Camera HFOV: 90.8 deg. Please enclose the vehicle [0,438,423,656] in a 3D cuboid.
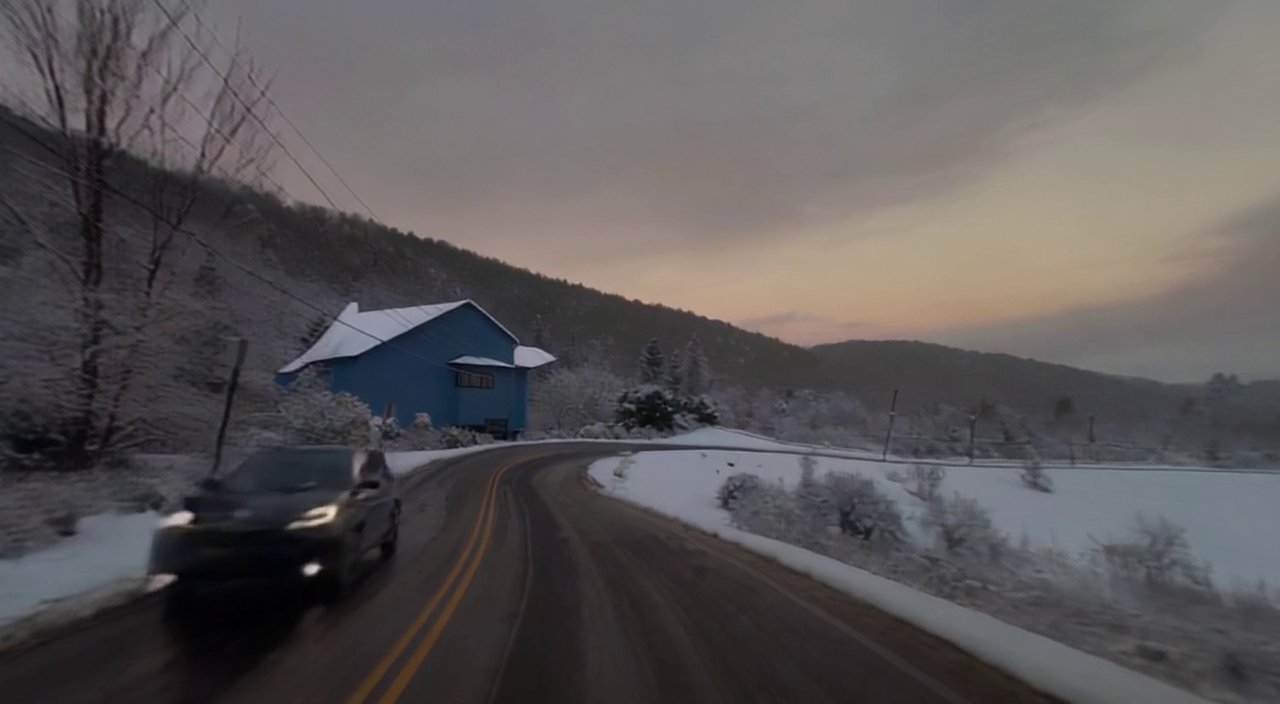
[{"bbox_3d":[-3.790,1.662,6.534,2.063,1.485,3.997,1,-8,-6],"label":"vehicle"}]
